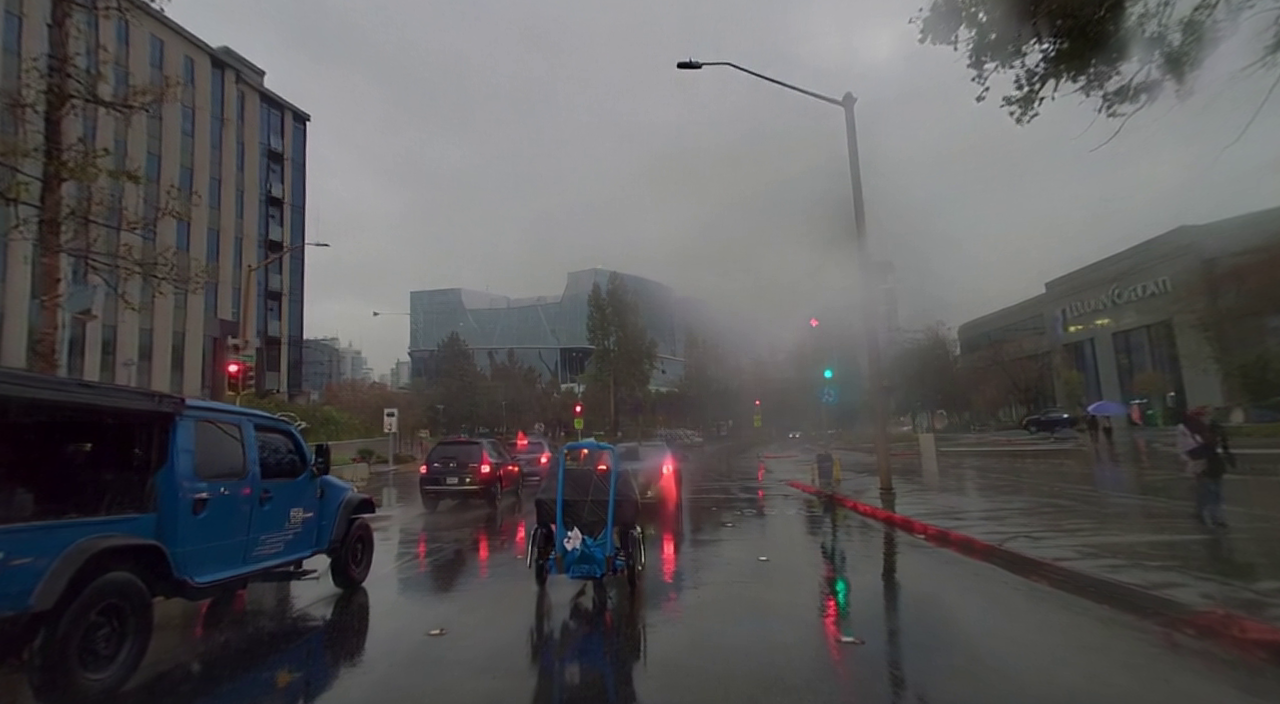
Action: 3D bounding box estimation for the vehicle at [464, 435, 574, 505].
[{"bbox_3d":[-3.075,3.084,16.872,1.935,1.615,4.073,-1,-8,3],"label":"vehicle"}]

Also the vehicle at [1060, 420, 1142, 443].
[{"bbox_3d":[30.728,5.348,41.879,1.751,1.420,4.027,8,-12,-43],"label":"vehicle"}]

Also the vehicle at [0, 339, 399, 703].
[{"bbox_3d":[-3.613,1.138,4.424,2.000,1.809,4.405,0,-8,1],"label":"vehicle"}]

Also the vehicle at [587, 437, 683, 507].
[{"bbox_3d":[-0.020,2.829,15.270,2.025,1.458,4.085,-1,-8,3],"label":"vehicle"}]
